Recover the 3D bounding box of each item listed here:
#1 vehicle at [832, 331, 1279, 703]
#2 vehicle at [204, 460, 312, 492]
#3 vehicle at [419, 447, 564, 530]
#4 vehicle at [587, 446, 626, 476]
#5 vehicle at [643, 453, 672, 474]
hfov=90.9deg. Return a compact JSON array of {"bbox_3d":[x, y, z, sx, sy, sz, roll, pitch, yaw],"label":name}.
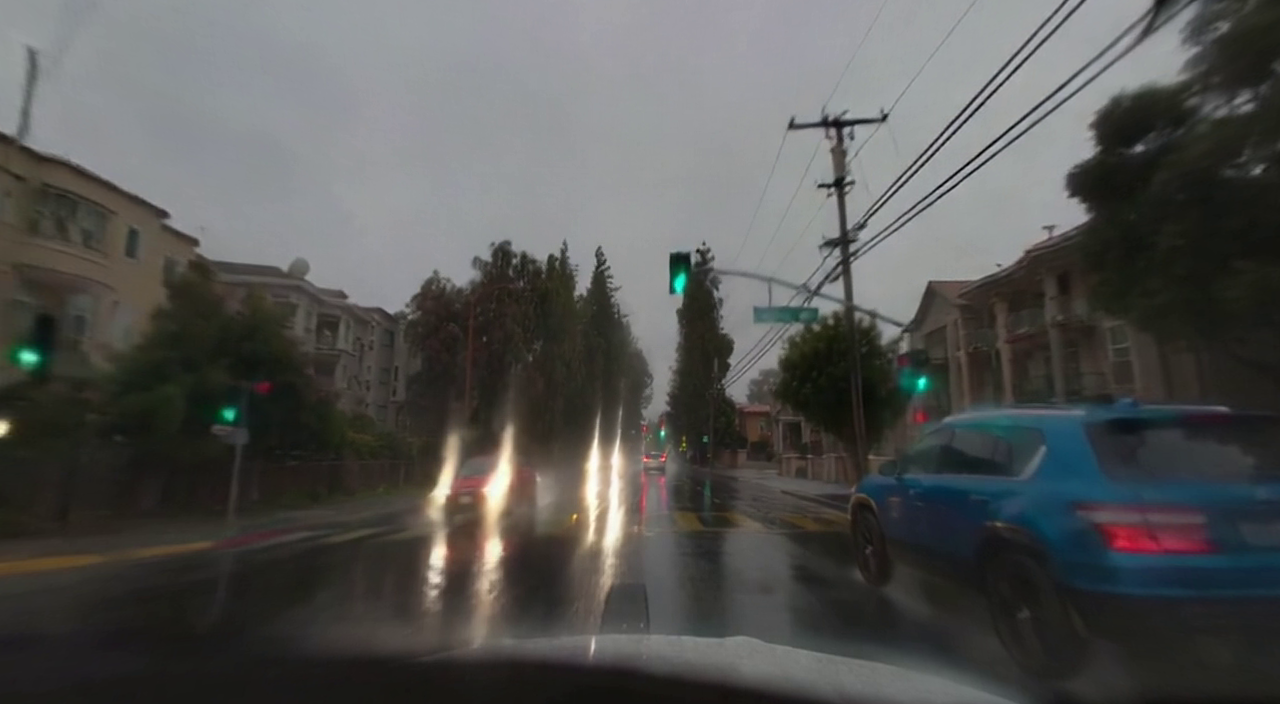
[{"bbox_3d":[3.328,1.195,5.047,2.130,1.863,4.844,0,-9,1],"label":"vehicle"},{"bbox_3d":[-20.065,6.505,33.244,4.327,1.513,2.021,1,-10,-1],"label":"vehicle"},{"bbox_3d":[-2.984,2.845,13.785,2.170,1.513,4.270,0,-9,-1],"label":"vehicle"},{"bbox_3d":[-2.383,8.001,46.700,2.469,2.023,5.896,0,-9,1],"label":"vehicle"},{"bbox_3d":[1.268,8.326,47.258,2.097,1.463,4.043,0,-9,0],"label":"vehicle"}]
